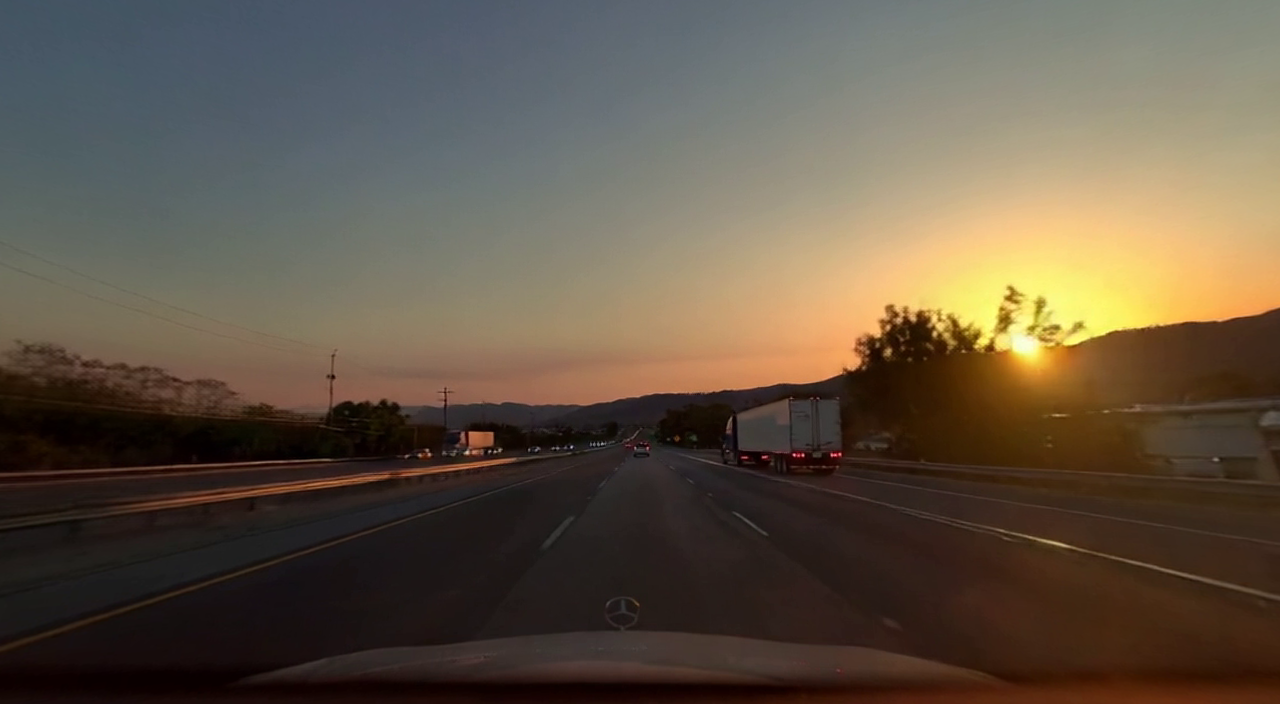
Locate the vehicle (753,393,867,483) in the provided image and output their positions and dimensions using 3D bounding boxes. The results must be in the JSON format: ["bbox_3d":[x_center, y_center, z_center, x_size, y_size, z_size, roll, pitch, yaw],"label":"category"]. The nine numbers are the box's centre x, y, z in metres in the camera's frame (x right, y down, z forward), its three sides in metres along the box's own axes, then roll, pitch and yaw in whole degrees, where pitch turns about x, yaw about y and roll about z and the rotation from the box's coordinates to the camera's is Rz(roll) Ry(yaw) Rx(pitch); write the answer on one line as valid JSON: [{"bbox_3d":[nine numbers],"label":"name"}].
[{"bbox_3d":[6.835,3.678,26.759,2.793,3.204,7.997,0,-8,2],"label":"vehicle"}]
